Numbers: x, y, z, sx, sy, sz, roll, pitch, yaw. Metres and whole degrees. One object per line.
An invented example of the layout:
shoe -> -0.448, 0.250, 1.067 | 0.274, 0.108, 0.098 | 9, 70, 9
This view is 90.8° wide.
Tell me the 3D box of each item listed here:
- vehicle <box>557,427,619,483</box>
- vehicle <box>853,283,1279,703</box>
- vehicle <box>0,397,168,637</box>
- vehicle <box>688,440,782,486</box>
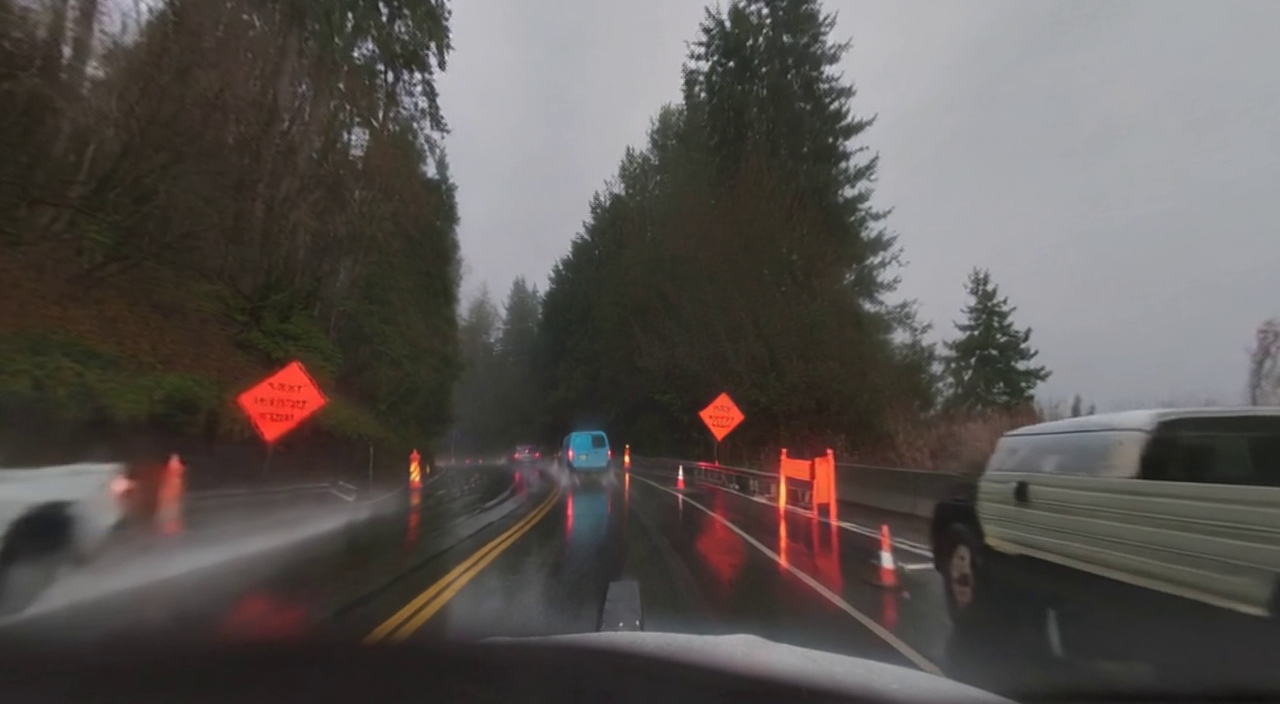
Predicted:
vehicle -> -2.407, 4.576, 28.192 | 2.362, 2.247, 4.892 | 2, -9, -9
vehicle -> 3.621, 0.840, 3.217 | 2.415, 1.932, 6.910 | 1, -9, -2
vehicle -> -5.558, 1.086, 3.882 | 1.992, 1.712, 4.504 | 1, -9, -4
vehicle -> 2.967, 3.606, 20.755 | 2.277, 1.299, 3.889 | 0, -9, -3
